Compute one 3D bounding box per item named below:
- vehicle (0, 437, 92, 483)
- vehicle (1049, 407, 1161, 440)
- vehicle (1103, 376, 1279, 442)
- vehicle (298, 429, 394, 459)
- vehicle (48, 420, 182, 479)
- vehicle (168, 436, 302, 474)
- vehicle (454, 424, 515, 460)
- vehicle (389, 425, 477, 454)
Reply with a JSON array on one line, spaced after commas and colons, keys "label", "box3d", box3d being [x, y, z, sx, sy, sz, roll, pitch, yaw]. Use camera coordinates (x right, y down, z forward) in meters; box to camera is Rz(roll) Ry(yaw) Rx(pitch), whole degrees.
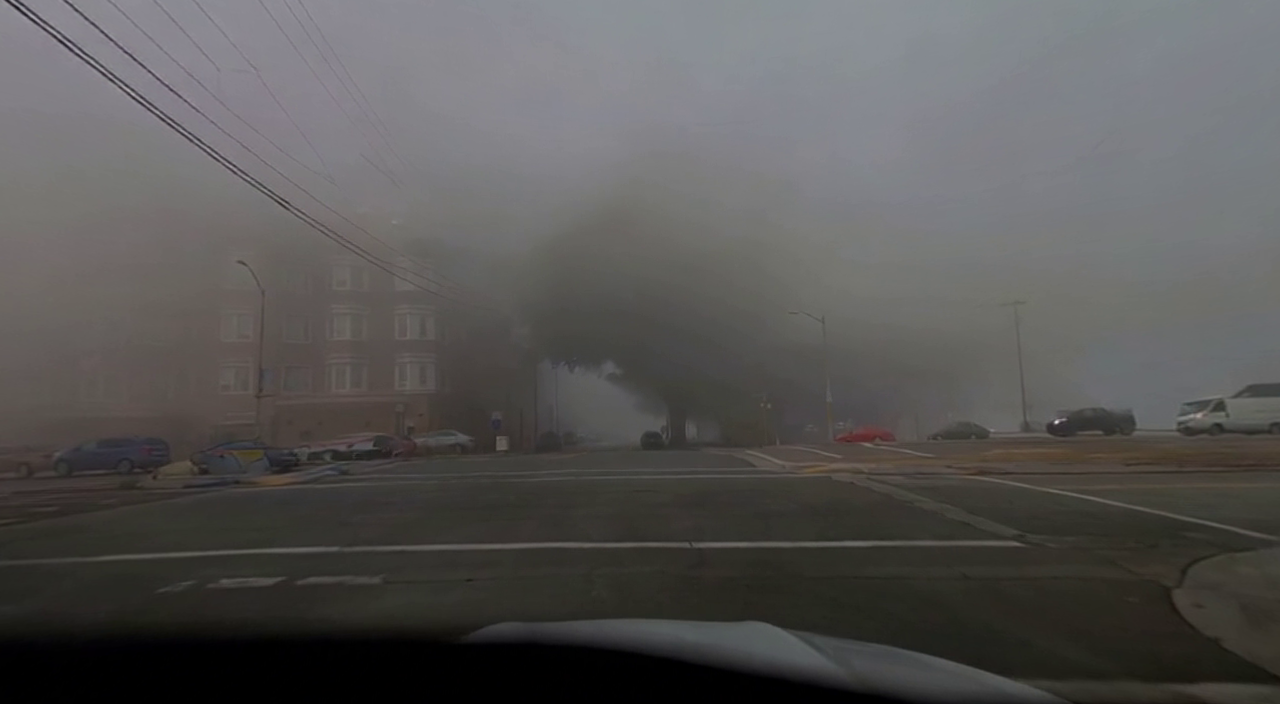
[{"label": "vehicle", "box3d": [-25.847, 4.456, 26.131, 4.696, 1.801, 1.948, -1, -9, 8]}, {"label": "vehicle", "box3d": [29.763, 4.594, 40.447, 5.277, 2.032, 2.408, 0, -7, -2]}, {"label": "vehicle", "box3d": [33.867, 3.392, 37.321, 10.986, 3.604, 2.707, 0, -8, -5]}, {"label": "vehicle", "box3d": [-16.963, 5.346, 36.563, 2.010, 1.583, 4.582, -6, -10, 35]}, {"label": "vehicle", "box3d": [-21.294, 3.967, 25.672, 3.506, 2.261, 2.158, -1, -9, 6]}, {"label": "vehicle", "box3d": [-16.112, 4.113, 25.175, 4.233, 1.432, 1.755, -1, -9, 7]}, {"label": "vehicle", "box3d": [-7.987, 4.686, 32.910, 2.156, 1.620, 4.945, 3, -8, -4]}, {"label": "vehicle", "box3d": [-14.733, 6.275, 45.177, 5.557, 1.934, 2.060, 0, -9, -2]}]
